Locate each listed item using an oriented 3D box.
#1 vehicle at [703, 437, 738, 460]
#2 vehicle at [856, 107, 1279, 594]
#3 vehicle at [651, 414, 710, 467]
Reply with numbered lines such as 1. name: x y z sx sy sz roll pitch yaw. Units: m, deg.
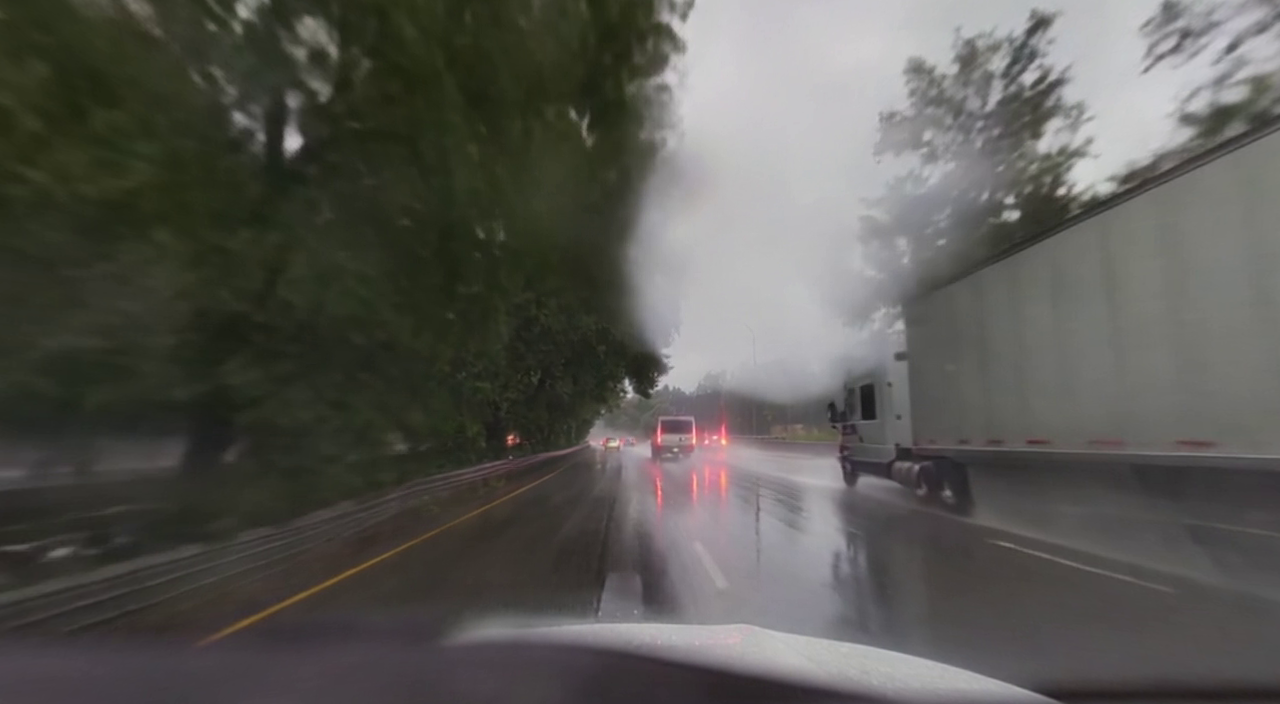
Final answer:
1. vehicle: 5.522 6.652 43.699 1.821 1.468 3.805 0 -8 -2
2. vehicle: 6.814 0.389 8.303 2.904 4.054 14.017 0 -8 0
3. vehicle: 1.980 4.625 33.095 2.436 2.521 5.409 0 -8 -3
